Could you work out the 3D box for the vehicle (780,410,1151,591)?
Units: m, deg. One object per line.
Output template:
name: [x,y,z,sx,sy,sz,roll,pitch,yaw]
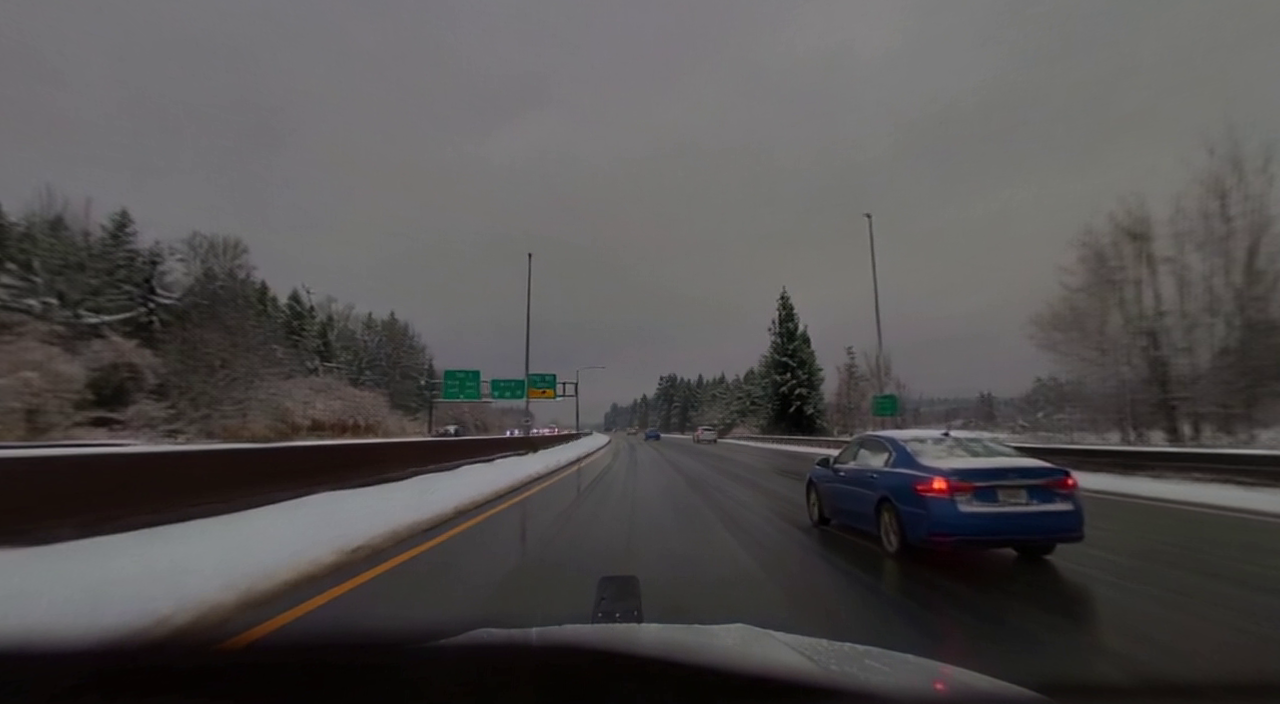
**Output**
vehicle: [3.099,1.486,7.240,1.977,1.443,4.225,0,-8,-1]
